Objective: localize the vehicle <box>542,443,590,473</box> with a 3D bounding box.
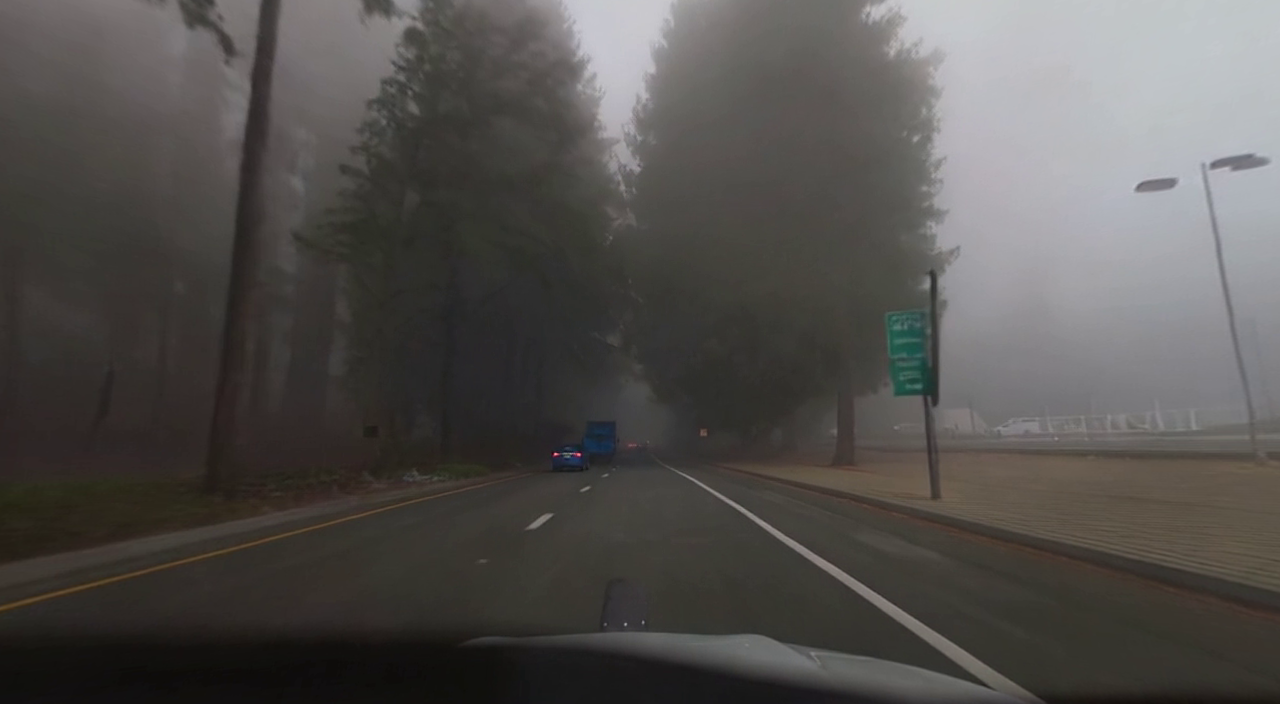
[{"bbox_3d":[-3.889,5.658,33.937,2.005,1.462,4.345,0,-8,1],"label":"vehicle"}]
